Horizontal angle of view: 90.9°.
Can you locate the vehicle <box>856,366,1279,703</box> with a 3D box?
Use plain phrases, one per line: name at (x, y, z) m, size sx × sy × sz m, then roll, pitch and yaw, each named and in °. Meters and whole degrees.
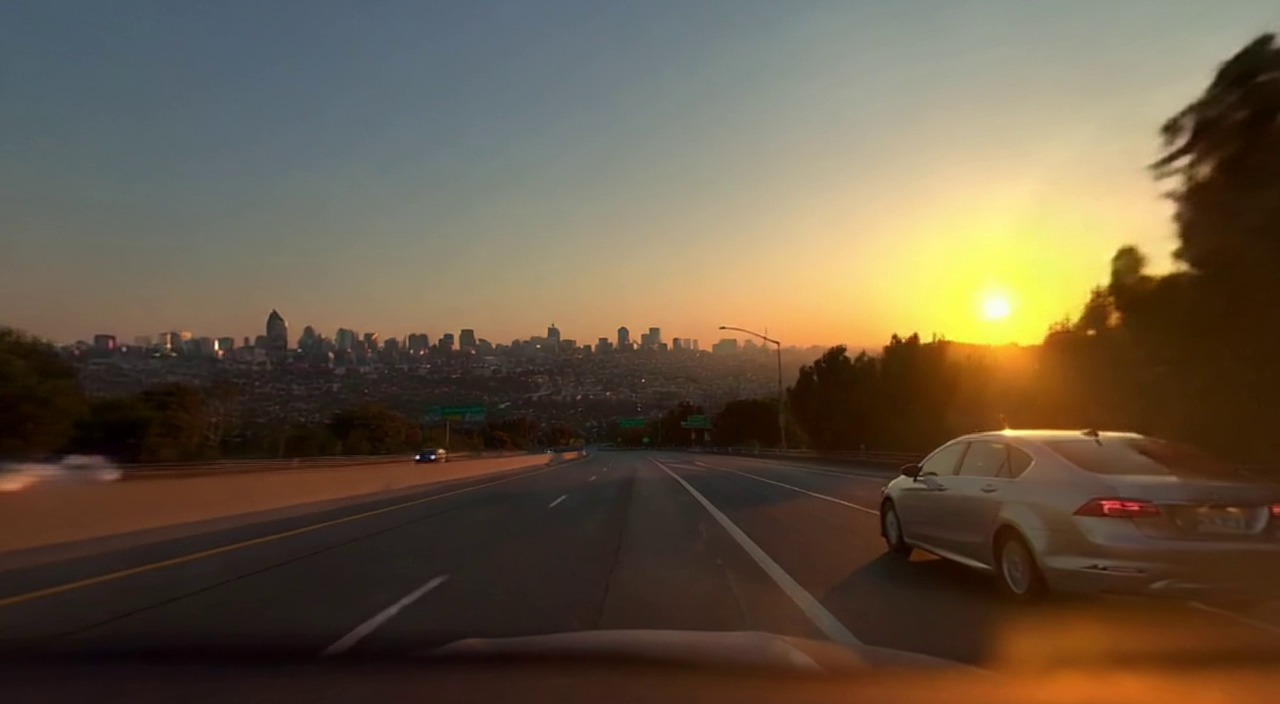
vehicle at (3.486, 1.182, 4.674) m, size 2.104 × 1.575 × 4.698 m, roll 0°, pitch -9°, yaw 0°
